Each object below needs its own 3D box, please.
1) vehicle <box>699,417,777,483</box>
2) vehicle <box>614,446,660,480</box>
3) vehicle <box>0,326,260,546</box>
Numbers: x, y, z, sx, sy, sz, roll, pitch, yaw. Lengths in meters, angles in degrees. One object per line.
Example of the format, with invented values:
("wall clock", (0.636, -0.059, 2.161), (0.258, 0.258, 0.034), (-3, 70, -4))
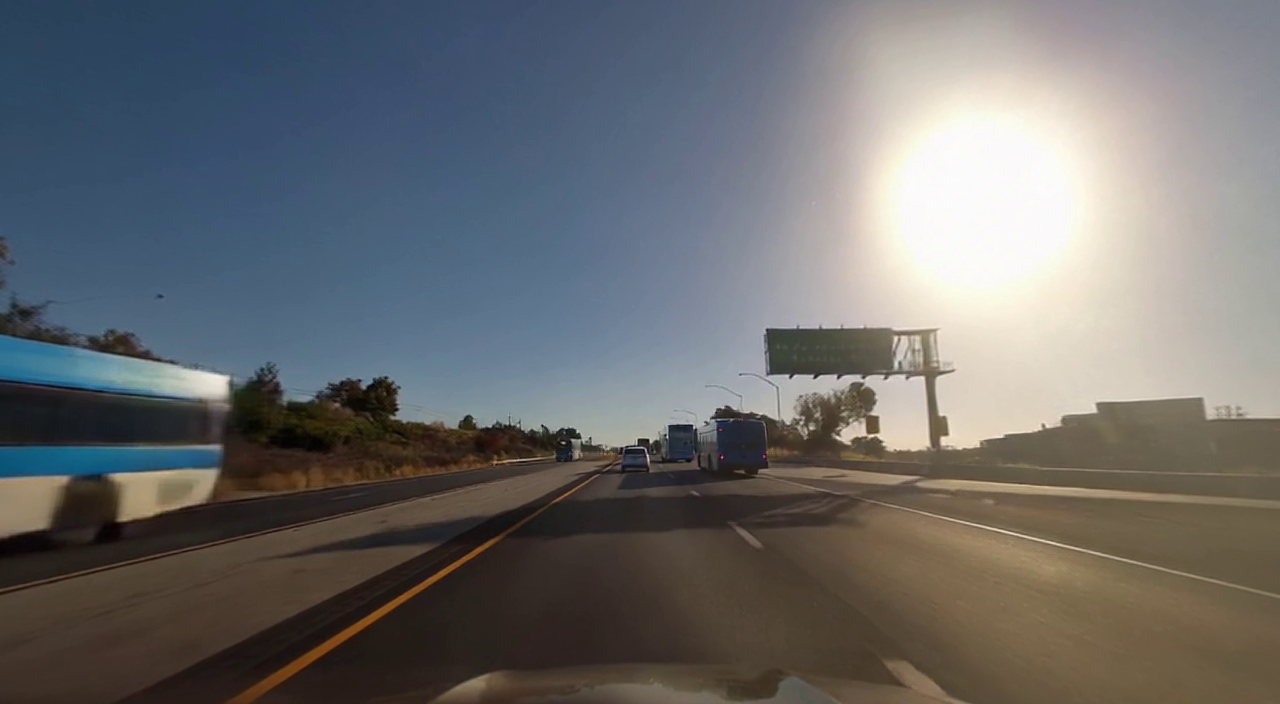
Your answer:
("vehicle", (4.134, 4.325, 27.829), (2.440, 2.555, 5.957), (0, -9, -1))
("vehicle", (-0.158, 5.119, 29.354), (2.004, 1.449, 3.817), (0, -9, -1))
("vehicle", (-13.478, 1.668, 12.356), (3.170, 4.049, 14.238), (0, -9, 0))
